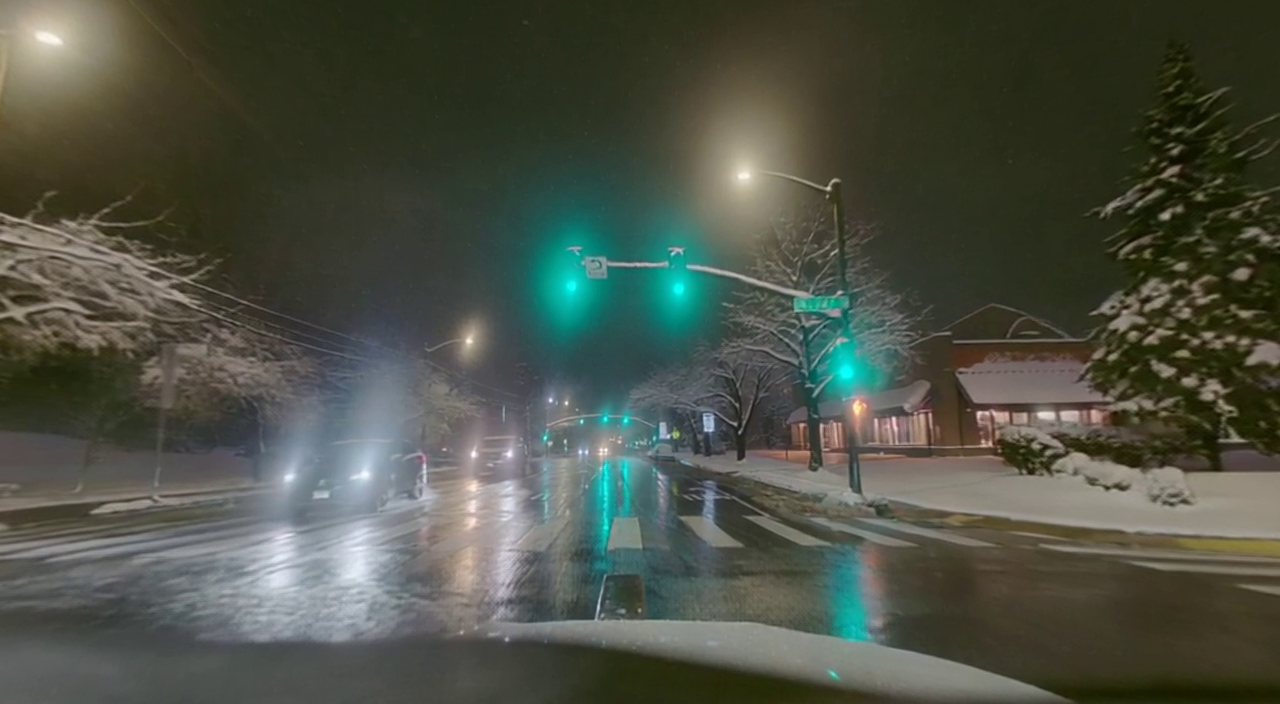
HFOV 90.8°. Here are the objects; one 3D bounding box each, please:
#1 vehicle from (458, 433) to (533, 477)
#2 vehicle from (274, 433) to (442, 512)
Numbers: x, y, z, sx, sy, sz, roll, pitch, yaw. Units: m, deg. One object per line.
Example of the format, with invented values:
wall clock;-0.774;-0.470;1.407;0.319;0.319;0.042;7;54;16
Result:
vehicle;-6.945;5.013;31.001;2.545;1.943;5.168;0;-8;-2
vehicle;-6.508;2.804;15.300;2.019;1.596;4.608;0;-8;-1
